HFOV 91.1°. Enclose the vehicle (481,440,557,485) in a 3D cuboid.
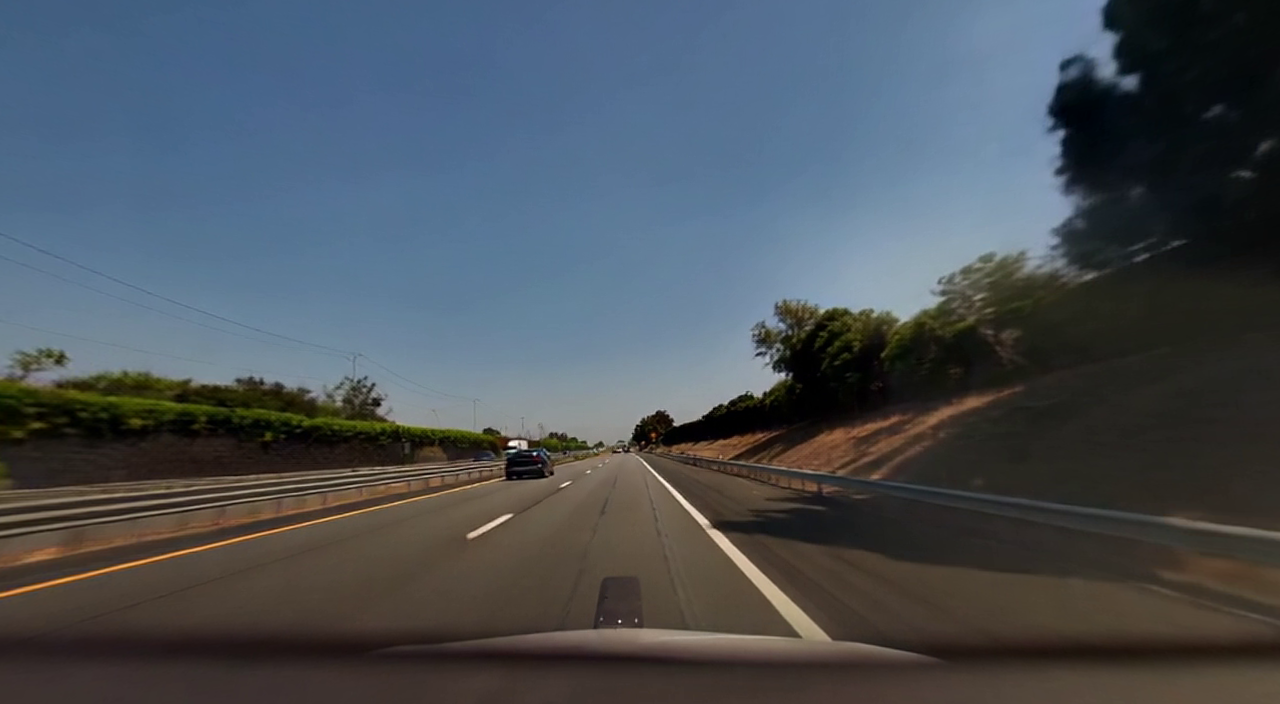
[{"bbox_3d":[-4.664,4.341,25.015,2.139,1.577,4.546,-1,-9,0],"label":"vehicle"}]
